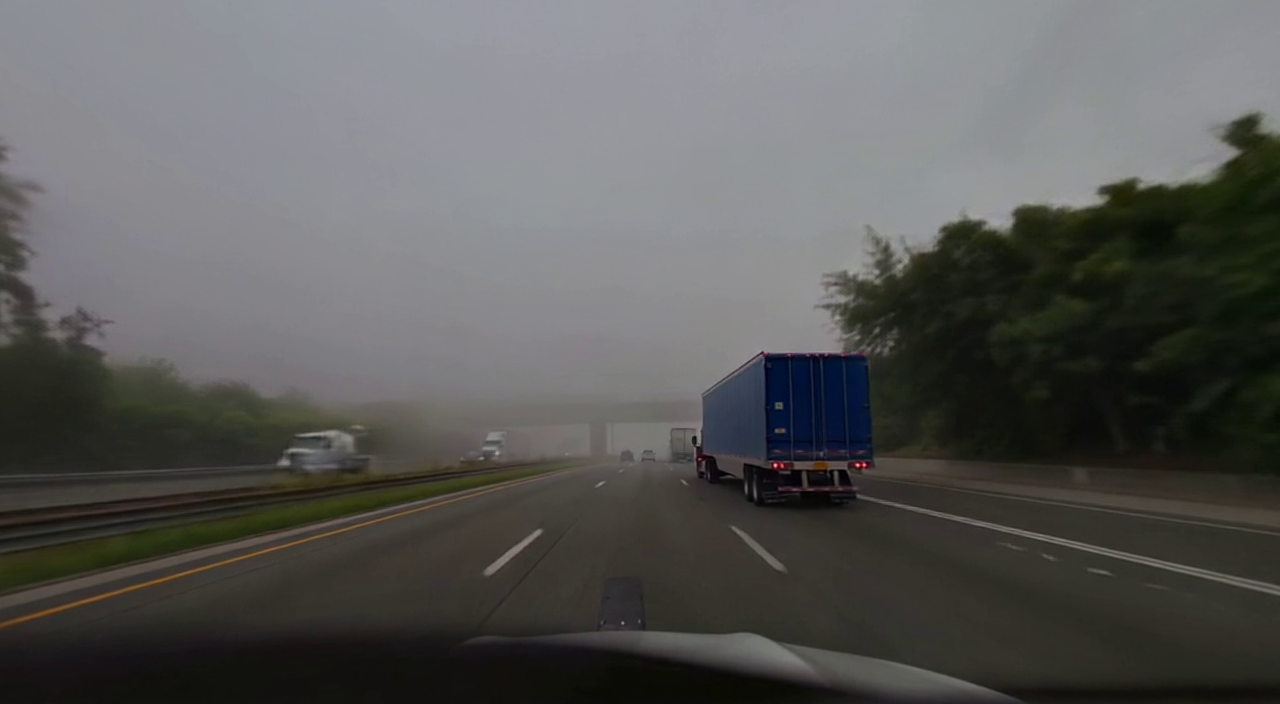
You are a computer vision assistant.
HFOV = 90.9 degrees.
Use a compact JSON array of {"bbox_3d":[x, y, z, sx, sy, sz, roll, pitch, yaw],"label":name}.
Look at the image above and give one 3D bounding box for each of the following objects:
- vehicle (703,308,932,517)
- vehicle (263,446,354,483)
[{"bbox_3d":[4.110,2.229,19.307,2.825,4.054,14.210,0,-9,0],"label":"vehicle"},{"bbox_3d":[-14.294,4.838,27.422,1.775,1.475,3.888,0,-9,0],"label":"vehicle"}]
